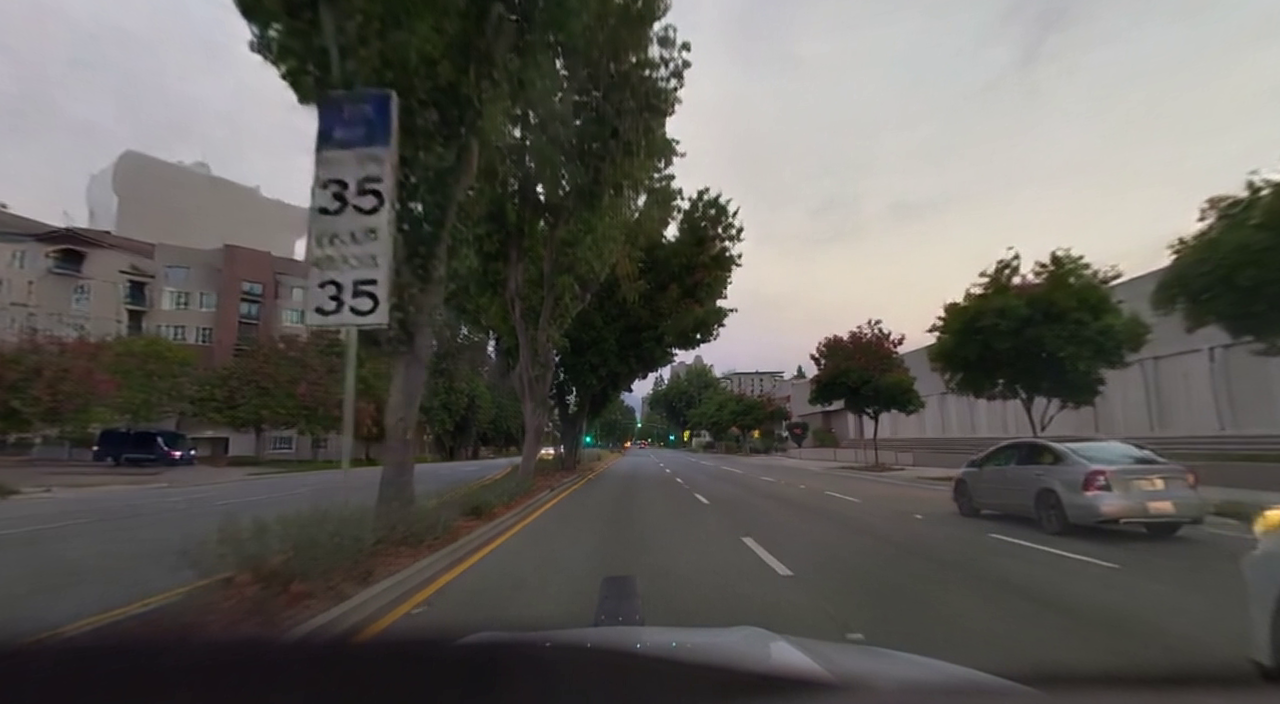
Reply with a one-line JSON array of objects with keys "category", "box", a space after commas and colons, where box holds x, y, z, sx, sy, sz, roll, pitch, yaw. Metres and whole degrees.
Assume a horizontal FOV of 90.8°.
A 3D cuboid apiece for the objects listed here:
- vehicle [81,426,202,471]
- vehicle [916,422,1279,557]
[{"category": "vehicle", "box": [-34.822, 6.759, 44.298, 6.180, 2.962, 2.395, 0, -9, -4]}, {"category": "vehicle", "box": [6.545, 1.970, 9.881, 2.088, 1.524, 5.085, 0, -9, -1]}]
